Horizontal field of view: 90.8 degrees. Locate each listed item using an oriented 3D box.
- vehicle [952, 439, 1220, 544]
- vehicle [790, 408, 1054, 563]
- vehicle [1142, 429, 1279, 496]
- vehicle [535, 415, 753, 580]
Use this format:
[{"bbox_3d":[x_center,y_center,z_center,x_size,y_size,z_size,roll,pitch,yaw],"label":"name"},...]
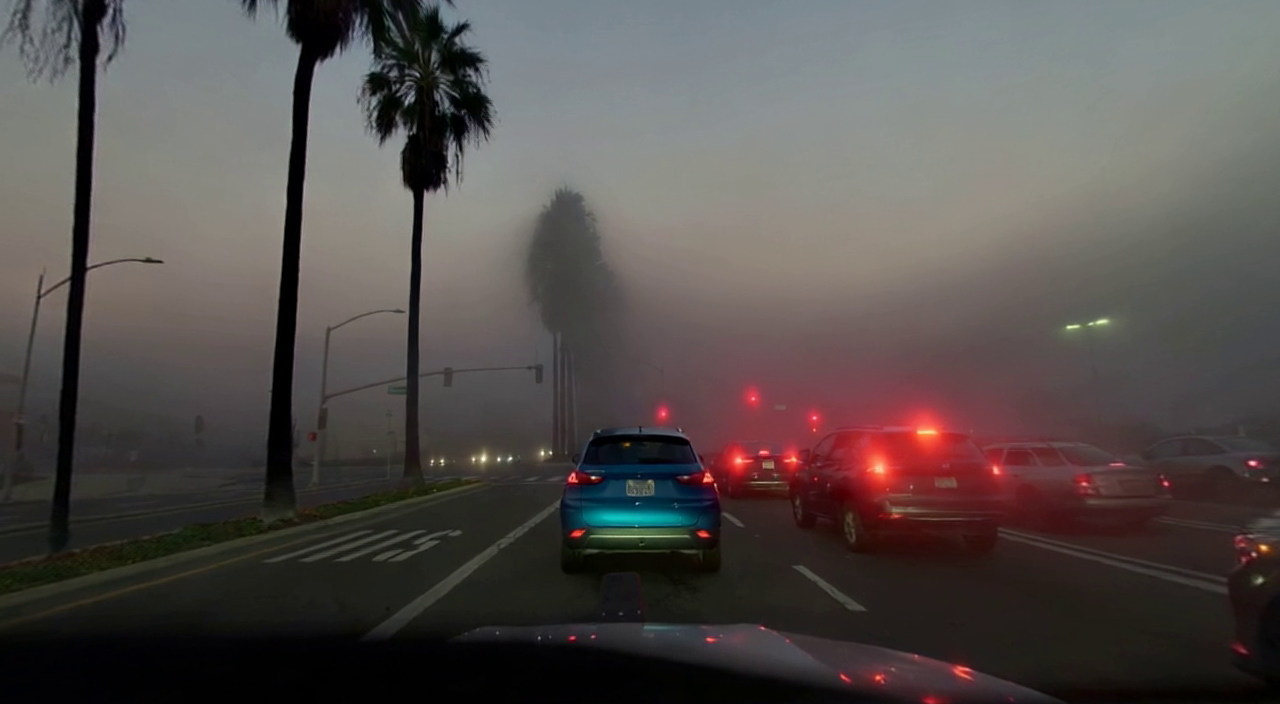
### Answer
[{"bbox_3d":[7.365,2.294,11.055,1.832,1.477,3.981,0,-9,1],"label":"vehicle"},{"bbox_3d":[3.671,1.819,9.252,1.947,1.725,4.159,0,-9,1],"label":"vehicle"},{"bbox_3d":[18.043,3.207,18.506,4.786,1.848,2.107,0,-9,-1],"label":"vehicle"},{"bbox_3d":[0.031,1.706,8.133,2.083,1.572,4.021,0,-9,0],"label":"vehicle"}]
